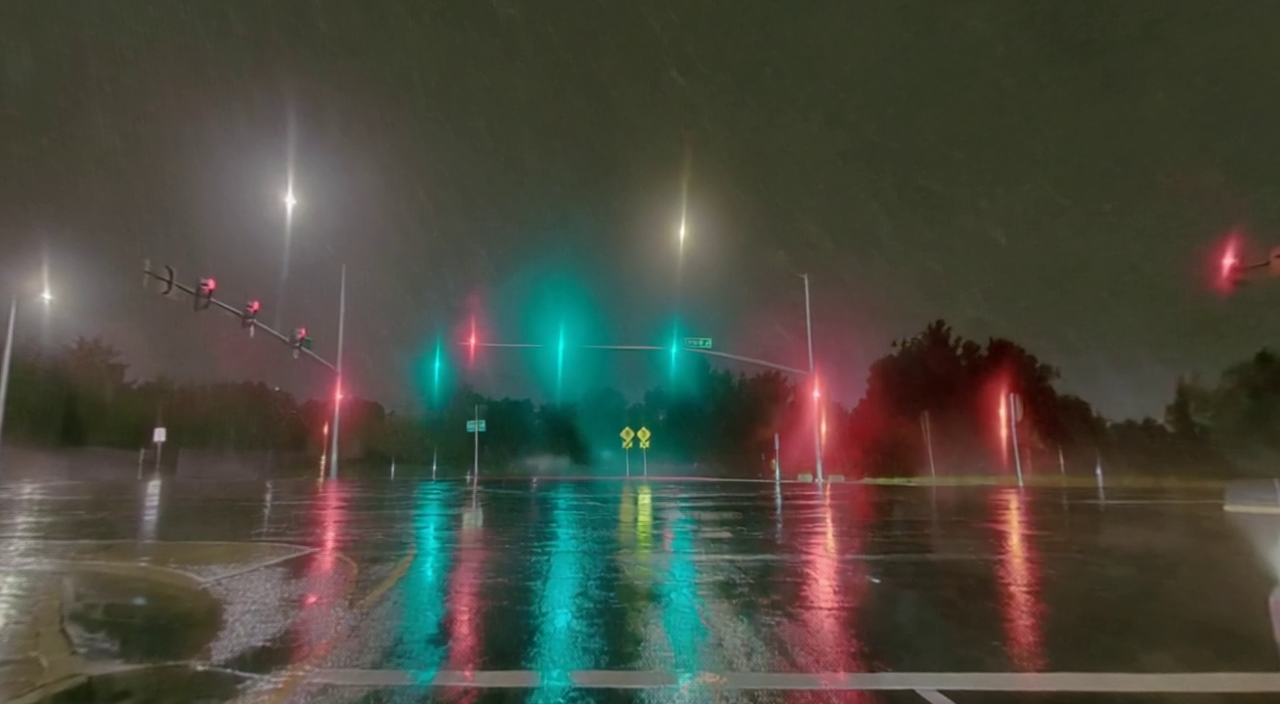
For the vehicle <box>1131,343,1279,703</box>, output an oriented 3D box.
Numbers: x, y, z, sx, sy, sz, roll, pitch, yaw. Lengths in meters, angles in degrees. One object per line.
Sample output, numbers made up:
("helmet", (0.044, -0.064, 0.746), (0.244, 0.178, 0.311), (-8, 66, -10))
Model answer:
("vehicle", (3.058, 0.566, 0.541), (1.938, 1.648, 4.211), (-1, -8, 2))
